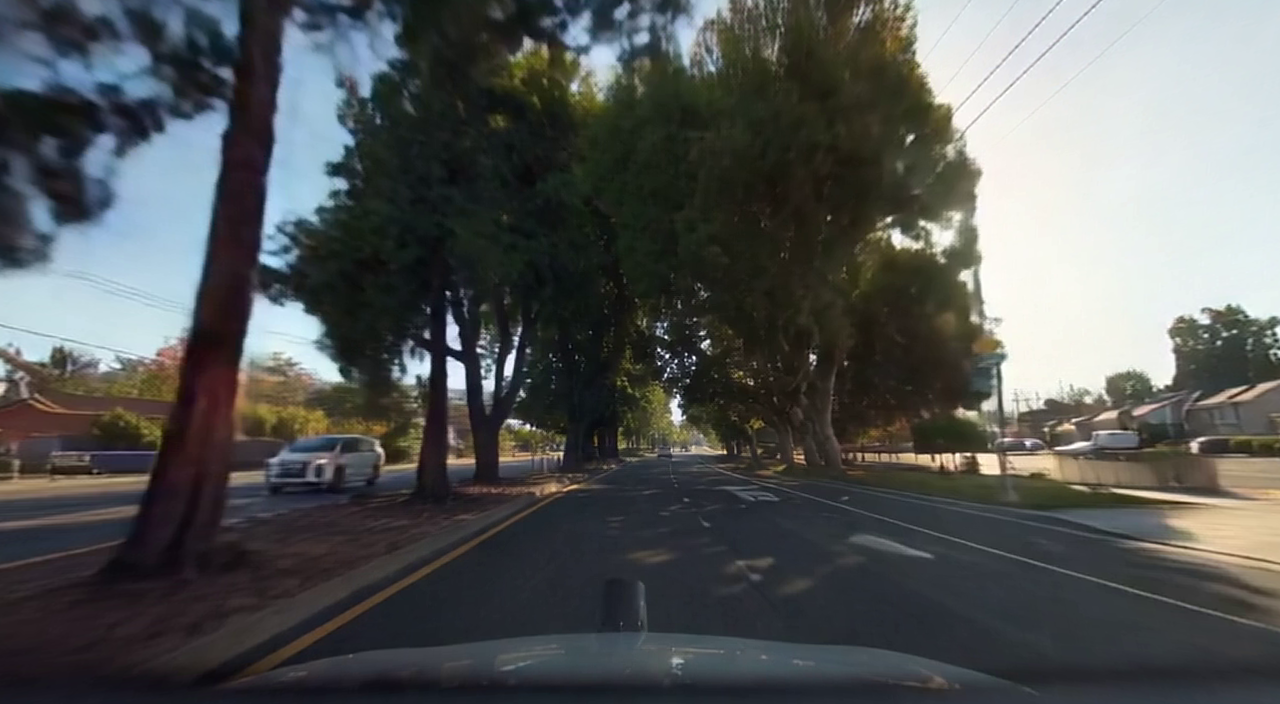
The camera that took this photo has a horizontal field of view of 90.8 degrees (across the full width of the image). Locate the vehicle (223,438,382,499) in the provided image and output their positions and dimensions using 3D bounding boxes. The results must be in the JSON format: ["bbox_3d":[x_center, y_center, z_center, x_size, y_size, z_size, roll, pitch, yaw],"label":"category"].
[{"bbox_3d":[-10.061,3.488,19.391,2.181,1.635,4.542,0,-9,3],"label":"vehicle"}]
